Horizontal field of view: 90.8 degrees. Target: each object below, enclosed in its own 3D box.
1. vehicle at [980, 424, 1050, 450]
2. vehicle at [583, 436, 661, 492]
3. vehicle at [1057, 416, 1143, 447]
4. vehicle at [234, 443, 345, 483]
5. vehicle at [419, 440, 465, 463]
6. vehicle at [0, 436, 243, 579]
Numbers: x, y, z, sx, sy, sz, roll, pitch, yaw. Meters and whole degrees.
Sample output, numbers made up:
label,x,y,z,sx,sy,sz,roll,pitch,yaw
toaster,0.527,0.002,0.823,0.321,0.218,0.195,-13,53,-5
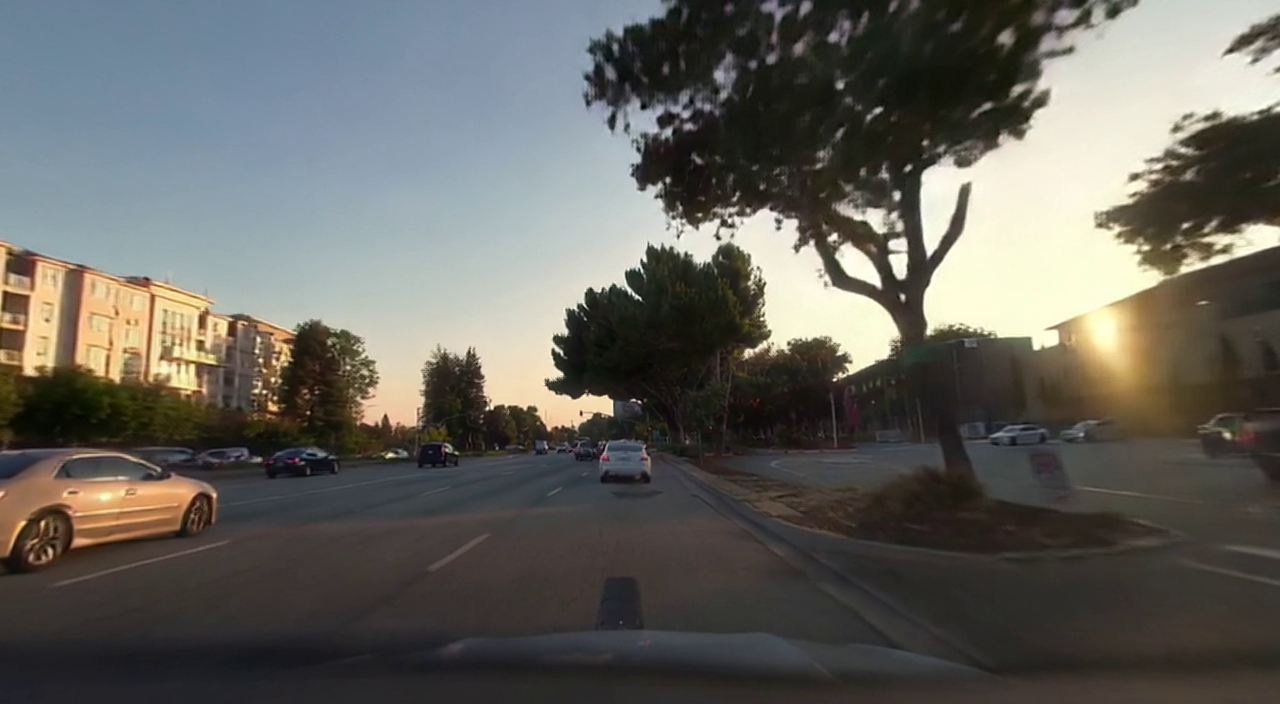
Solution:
label,x,y,z,sx,sy,sz,roll,pitch,yaw
vehicle,24.773,5.643,41.757,3.437,1.408,1.759,-4,-8,-5
vehicle,-0.524,3.342,19.185,2.099,1.469,4.389,0,-8,-1
vehicle,26.582,4.635,36.564,3.512,1.415,1.722,-5,-9,-3
vehicle,-14.214,4.517,26.012,2.024,1.484,4.592,0,-8,-2
vehicle,-15.074,7.608,48.302,2.064,1.686,4.380,0,-8,0
vehicle,-7.507,1.829,8.080,1.906,1.449,4.576,0,-8,-1
